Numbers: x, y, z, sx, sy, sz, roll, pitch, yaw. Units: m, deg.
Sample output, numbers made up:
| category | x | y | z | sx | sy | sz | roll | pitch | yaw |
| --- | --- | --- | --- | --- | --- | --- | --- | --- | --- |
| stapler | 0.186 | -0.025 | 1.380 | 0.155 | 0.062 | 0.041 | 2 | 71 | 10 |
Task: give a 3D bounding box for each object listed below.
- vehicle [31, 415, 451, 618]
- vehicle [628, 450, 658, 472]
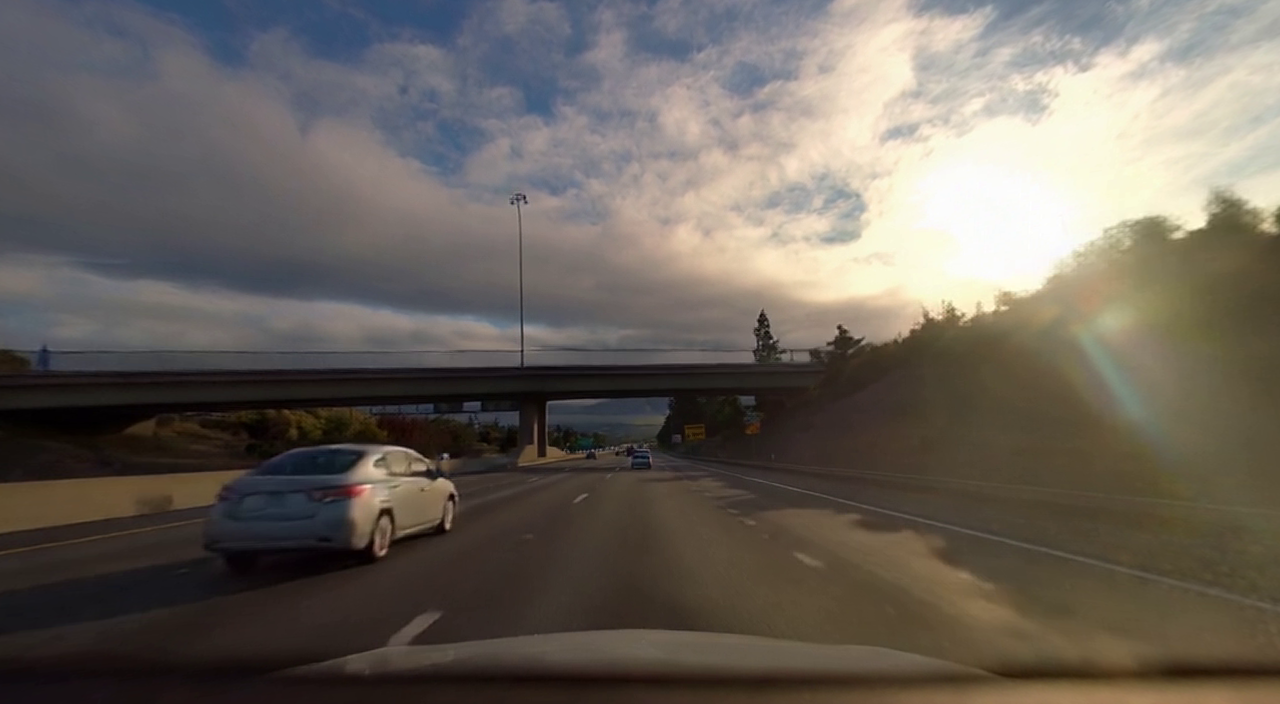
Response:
| category | x | y | z | sx | sy | sz | roll | pitch | yaw |
| --- | --- | --- | --- | --- | --- | --- | --- | --- | --- |
| vehicle | -3.971 | 1.708 | 7.469 | 2.055 | 1.665 | 4.373 | 0 | -9 | 0 |
| vehicle | 0.206 | 8.041 | 46.507 | 2.113 | 1.537 | 4.208 | 0 | -9 | 0 |
